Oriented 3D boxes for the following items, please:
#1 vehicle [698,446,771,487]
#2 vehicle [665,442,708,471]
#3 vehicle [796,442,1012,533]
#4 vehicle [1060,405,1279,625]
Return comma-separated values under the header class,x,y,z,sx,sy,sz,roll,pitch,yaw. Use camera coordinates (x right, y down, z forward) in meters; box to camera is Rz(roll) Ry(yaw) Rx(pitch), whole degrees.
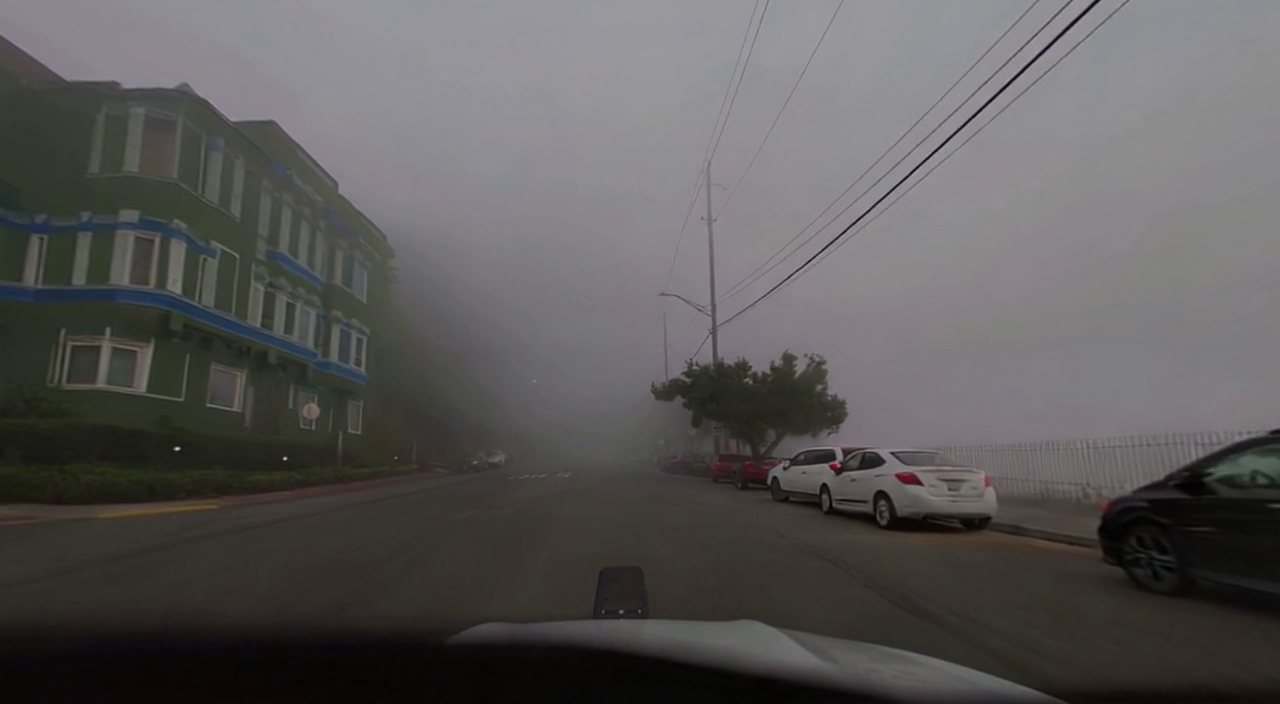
class,x,y,z,sx,sy,sz,roll,pitch,yaw
vehicle,3.739,4.623,25.884,1.901,1.495,4.340,1,-8,-6
vehicle,3.011,6.882,41.826,2.386,1.752,4.376,0,-8,-2
vehicle,5.227,2.724,13.467,2.122,1.554,4.777,1,-8,-7
vehicle,6.007,1.245,4.777,1.917,1.704,4.840,1,-8,-7
